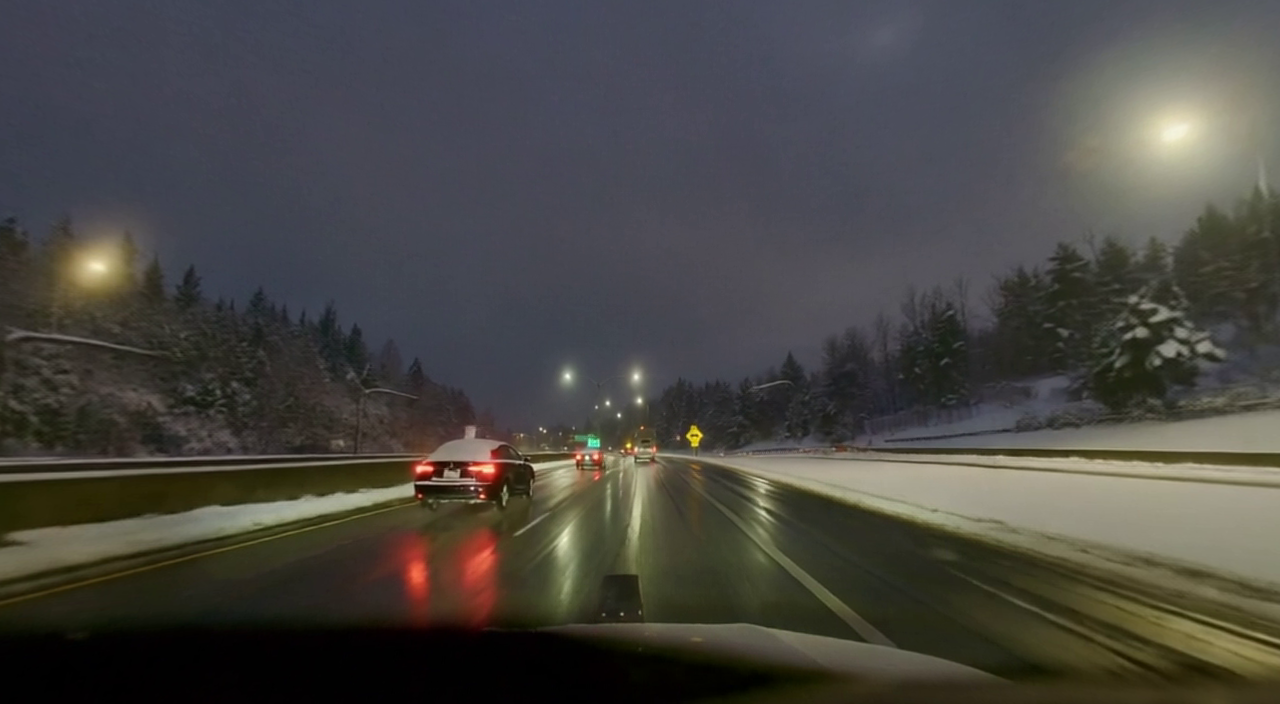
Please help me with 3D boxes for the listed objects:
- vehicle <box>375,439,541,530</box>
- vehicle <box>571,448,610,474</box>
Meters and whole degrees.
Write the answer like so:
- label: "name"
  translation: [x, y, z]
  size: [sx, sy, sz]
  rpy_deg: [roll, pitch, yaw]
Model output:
- label: "vehicle"
  translation: [-3.436, 2.593, 12.990]
  size: [2.012, 1.510, 4.672]
  rpy_deg: [0, -9, 0]
- label: "vehicle"
  translation: [-2.910, 6.481, 37.741]
  size: [1.965, 1.459, 4.145]
  rpy_deg: [0, -9, 0]
